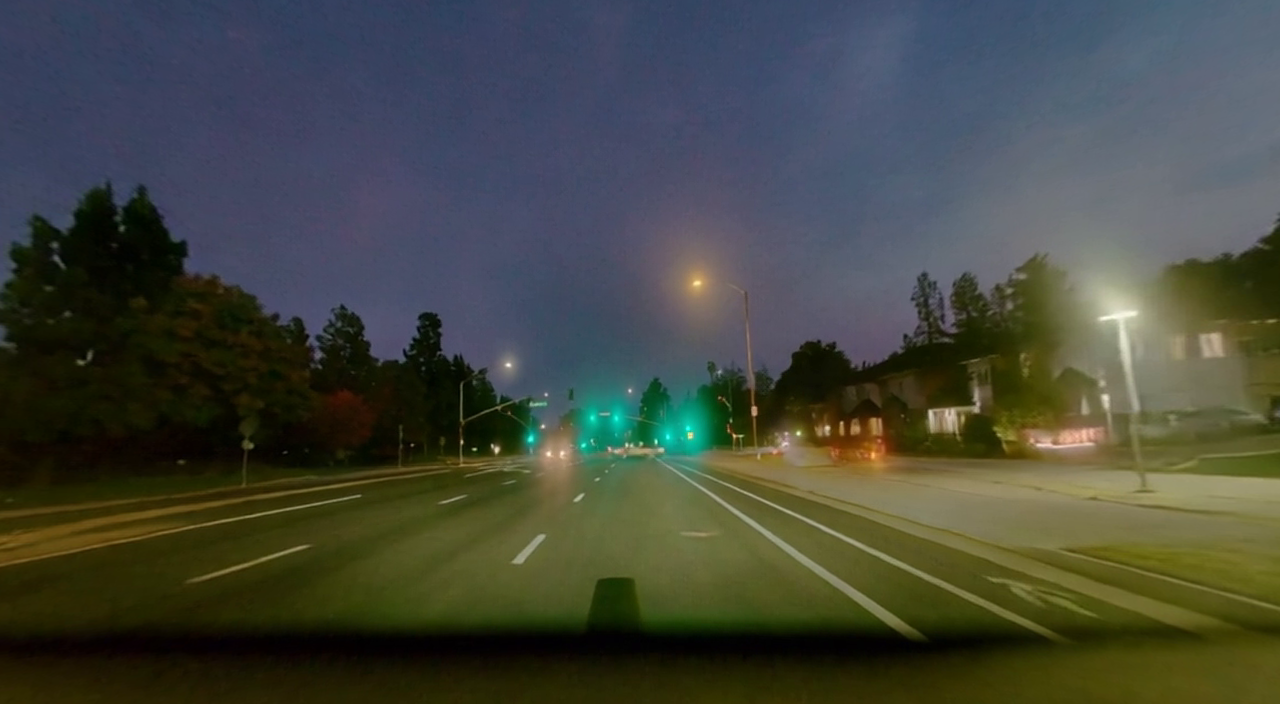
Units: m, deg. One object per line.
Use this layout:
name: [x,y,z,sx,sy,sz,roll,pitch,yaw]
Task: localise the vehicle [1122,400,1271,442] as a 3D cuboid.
vehicle: [22.777,2.920,26.136,1.911,1.598,4.322,1,-8,-6]
